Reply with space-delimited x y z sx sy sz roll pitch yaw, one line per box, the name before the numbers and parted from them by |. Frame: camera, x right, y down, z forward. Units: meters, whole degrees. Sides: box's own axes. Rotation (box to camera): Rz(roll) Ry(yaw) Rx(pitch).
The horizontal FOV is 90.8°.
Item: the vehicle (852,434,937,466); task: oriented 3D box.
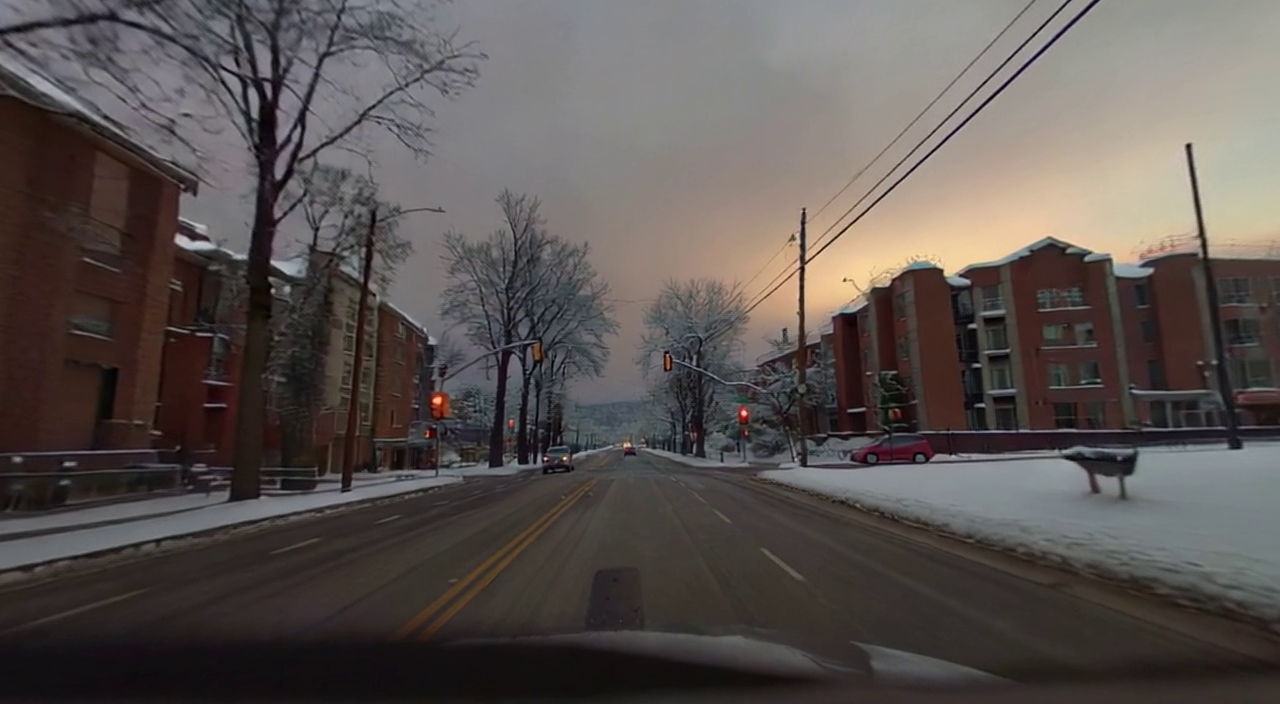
vehicle | 14.503 5.636 36.288 4.365 1.702 1.897 -3 -9 18
